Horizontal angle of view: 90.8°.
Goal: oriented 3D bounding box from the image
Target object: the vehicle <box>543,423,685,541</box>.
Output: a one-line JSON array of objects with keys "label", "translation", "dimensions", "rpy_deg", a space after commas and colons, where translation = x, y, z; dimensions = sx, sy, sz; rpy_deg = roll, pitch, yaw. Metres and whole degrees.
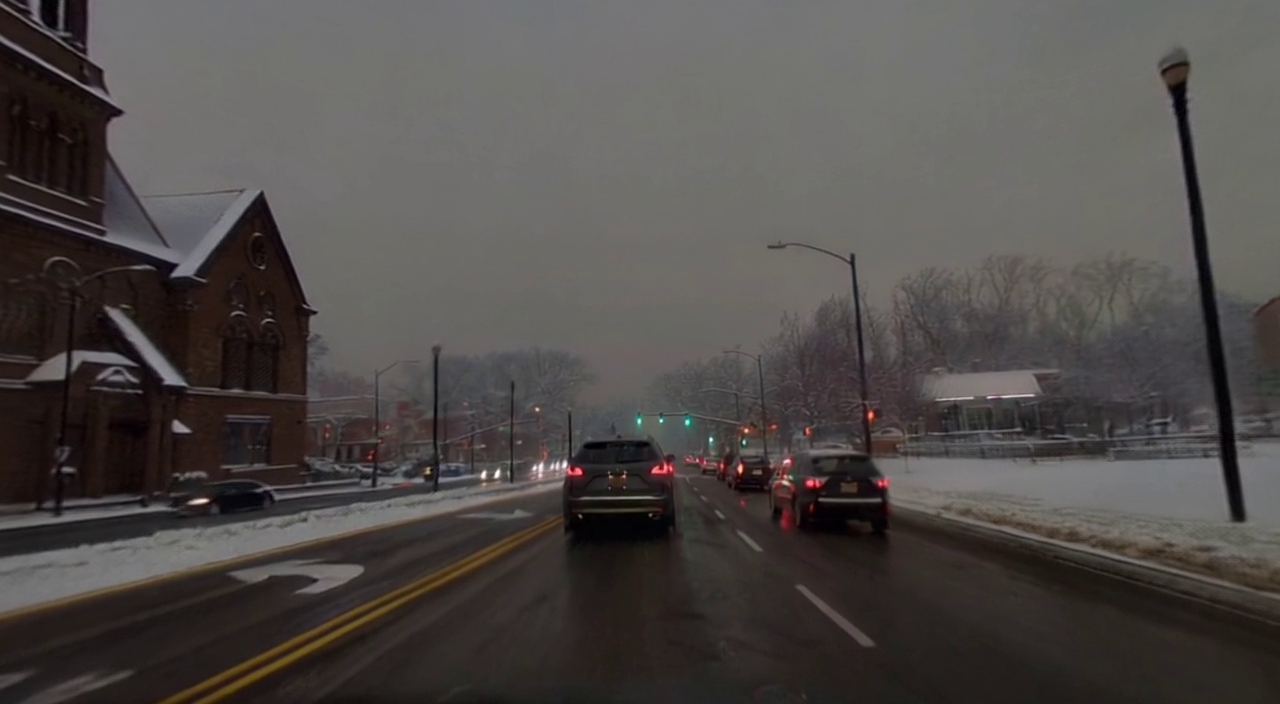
[{"label": "vehicle", "translation": [-0.309, 2.290, 11.762], "dimensions": [2.168, 1.776, 4.135], "rpy_deg": [-1, -8, 2]}]

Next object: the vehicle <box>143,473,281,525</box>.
[{"label": "vehicle", "translation": [-16.013, 5.496, 24.014], "dimensions": [1.901, 1.532, 4.733], "rpy_deg": [0, -8, 1]}]

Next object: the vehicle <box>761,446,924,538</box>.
[{"label": "vehicle", "translation": [3.708, 2.605, 12.511], "dimensions": [1.883, 1.472, 4.471], "rpy_deg": [0, -8, 2]}]

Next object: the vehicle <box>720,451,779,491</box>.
[{"label": "vehicle", "translation": [4.520, 4.953, 26.619], "dimensions": [1.890, 1.491, 4.166], "rpy_deg": [-1, -8, 2]}]
